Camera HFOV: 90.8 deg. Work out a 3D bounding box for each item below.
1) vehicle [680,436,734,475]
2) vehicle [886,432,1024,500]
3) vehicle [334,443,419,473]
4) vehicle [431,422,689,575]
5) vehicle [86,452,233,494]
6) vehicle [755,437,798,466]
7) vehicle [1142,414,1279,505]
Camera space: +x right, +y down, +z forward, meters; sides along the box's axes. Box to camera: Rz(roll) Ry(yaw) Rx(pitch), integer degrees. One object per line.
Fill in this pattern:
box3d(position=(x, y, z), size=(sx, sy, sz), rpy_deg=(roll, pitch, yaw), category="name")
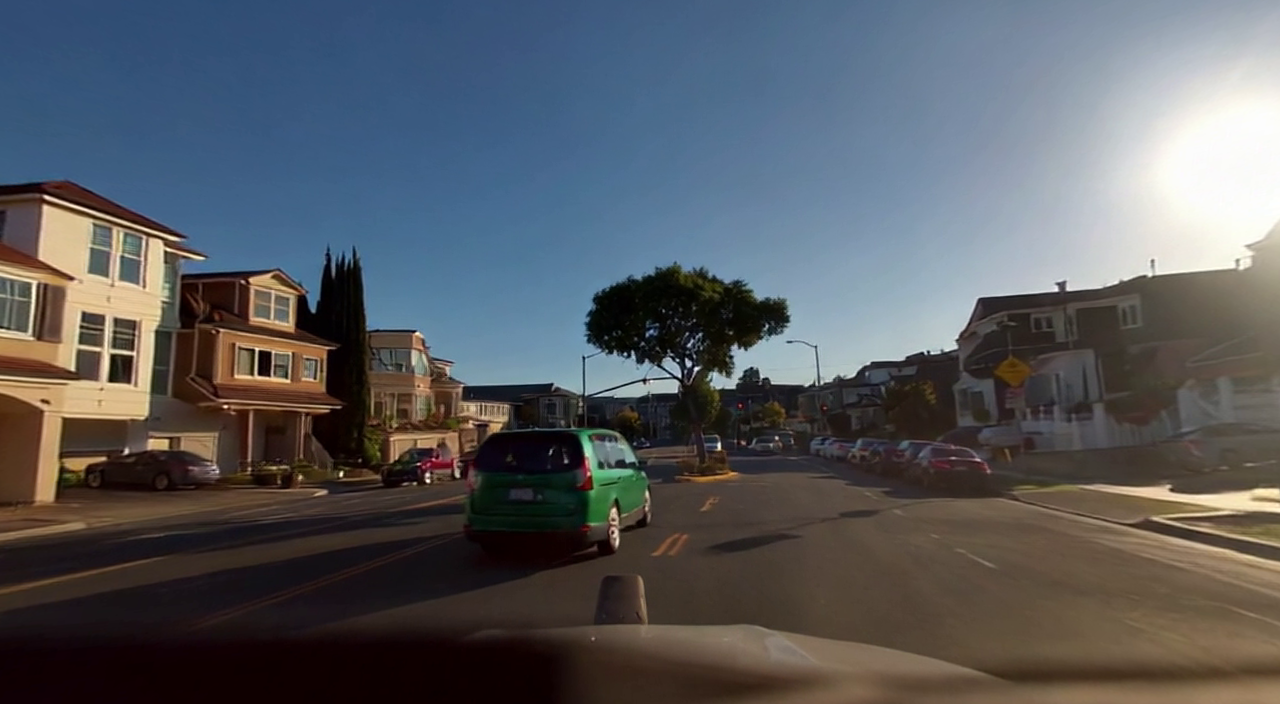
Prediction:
box3d(position=(2.955, 4.401, 27.148), size=(1.986, 1.508, 4.261), rpy_deg=(-2, -9, 10), category="vehicle")
box3d(position=(7.914, 2.886, 16.409), size=(1.964, 1.485, 4.454), rpy_deg=(-2, -9, 10), category="vehicle")
box3d(position=(-15.284, 6.144, 36.721), size=(4.091, 1.614, 1.910), rpy_deg=(-2, -9, 9), category="vehicle")
box3d(position=(-0.719, 1.812, 8.707), size=(2.069, 1.510, 4.325), rpy_deg=(-2, -9, 14), category="vehicle")
box3d(position=(-17.806, 4.453, 23.498), size=(4.397, 1.423, 1.789), rpy_deg=(-2, -9, 12), category="vehicle")
box3d(position=(7.420, 5.461, 34.682), size=(2.081, 1.475, 4.361), rpy_deg=(-2, -9, 10), category="vehicle")
box3d(position=(12.245, 1.914, 11.926), size=(4.077, 1.473, 1.887), rpy_deg=(-2, -8, -9), category="vehicle")
